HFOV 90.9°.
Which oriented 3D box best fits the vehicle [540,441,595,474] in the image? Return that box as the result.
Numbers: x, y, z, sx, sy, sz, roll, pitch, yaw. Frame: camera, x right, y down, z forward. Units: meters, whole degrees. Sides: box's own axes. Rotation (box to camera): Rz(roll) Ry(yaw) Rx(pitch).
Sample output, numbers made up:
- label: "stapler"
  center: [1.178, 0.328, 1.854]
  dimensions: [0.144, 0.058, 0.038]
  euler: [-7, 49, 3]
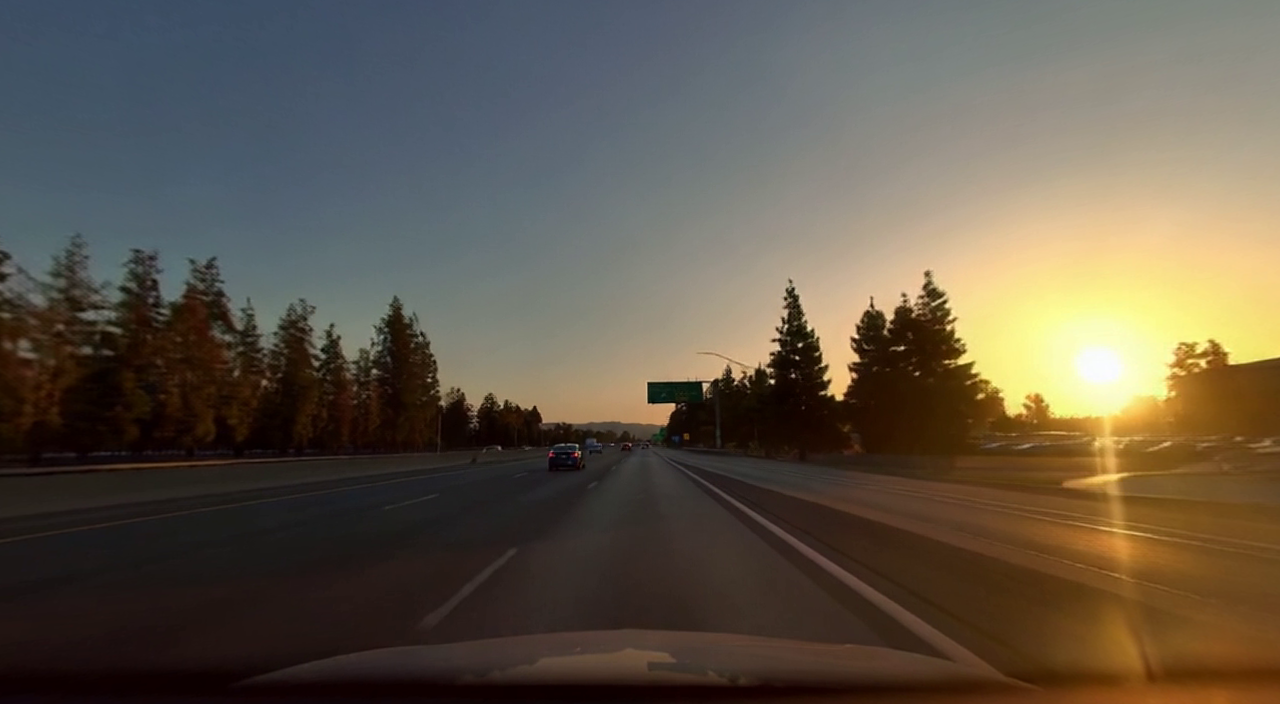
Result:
- label: "vehicle"
  center: [-3.386, 5.018, 30.280]
  dimensions: [2.128, 1.450, 4.078]
  euler: [0, -8, 1]
